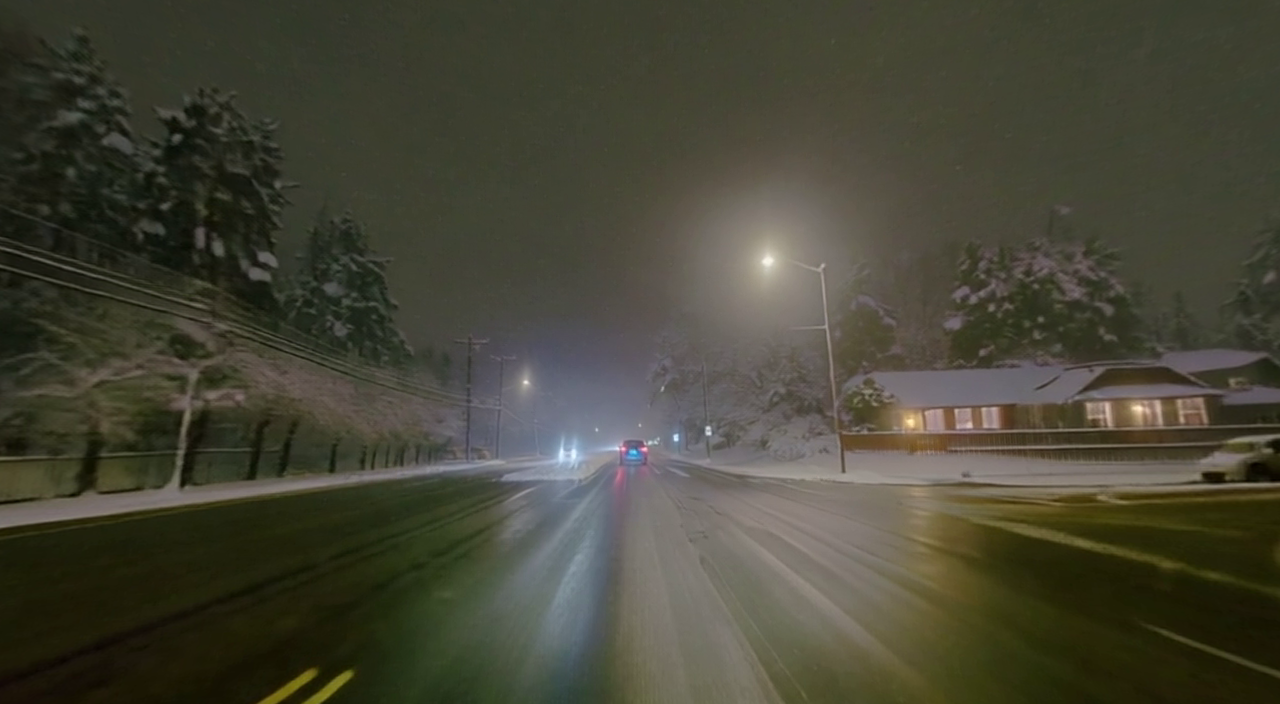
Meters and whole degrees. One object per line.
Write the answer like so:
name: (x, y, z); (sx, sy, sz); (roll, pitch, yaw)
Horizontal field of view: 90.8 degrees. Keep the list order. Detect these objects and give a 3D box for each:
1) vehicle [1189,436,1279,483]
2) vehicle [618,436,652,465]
vehicle: (22.166, 3.709, 22.050); (4.218, 1.505, 2.169); (1, -8, -8)
vehicle: (-0.366, 6.652, 42.910); (2.230, 1.827, 4.298); (0, -8, -1)
